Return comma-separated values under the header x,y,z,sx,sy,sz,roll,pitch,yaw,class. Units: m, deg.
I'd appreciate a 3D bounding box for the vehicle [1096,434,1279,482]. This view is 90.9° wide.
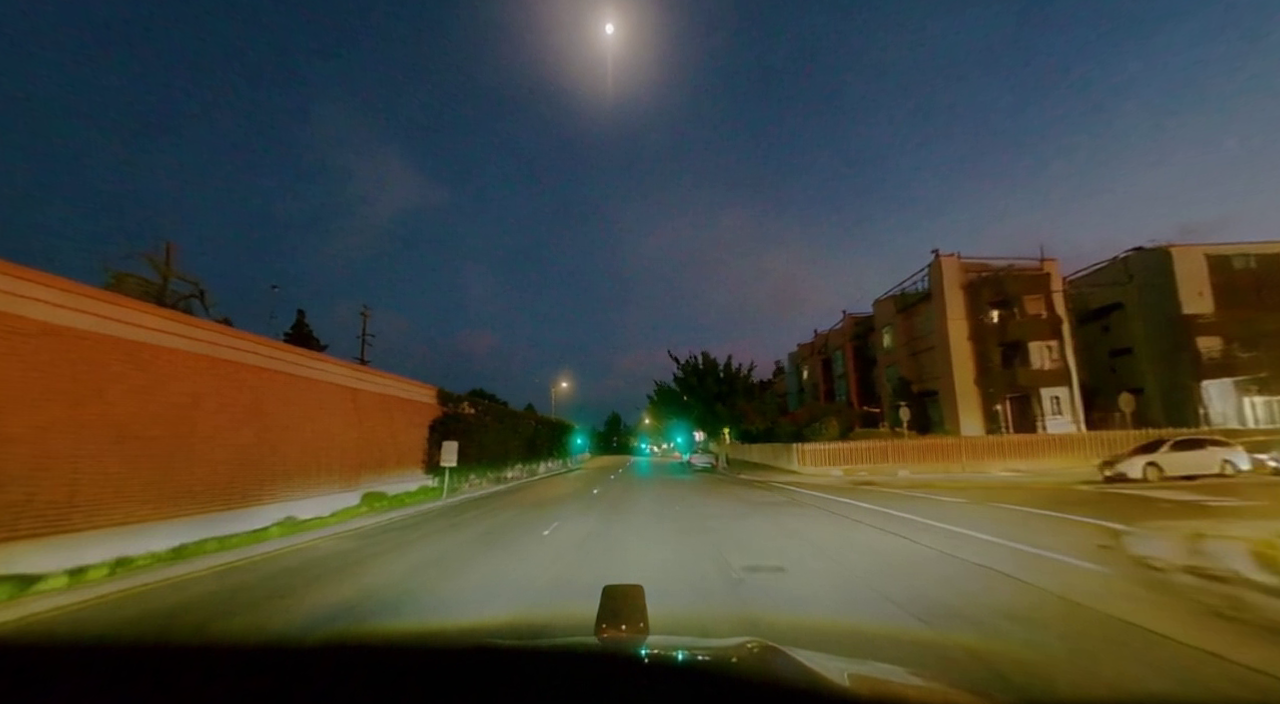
x,y,z,sx,sy,sz,roll,pitch,yaw,class
19.044,3.715,21.967,4.697,1.502,2.124,1,-11,-4,vehicle

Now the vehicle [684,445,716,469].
x,y,z,sx,sy,sz,roll,pitch,yaw,class
4.452,7.875,47.677,2.048,1.596,5.543,1,-8,2,vehicle
